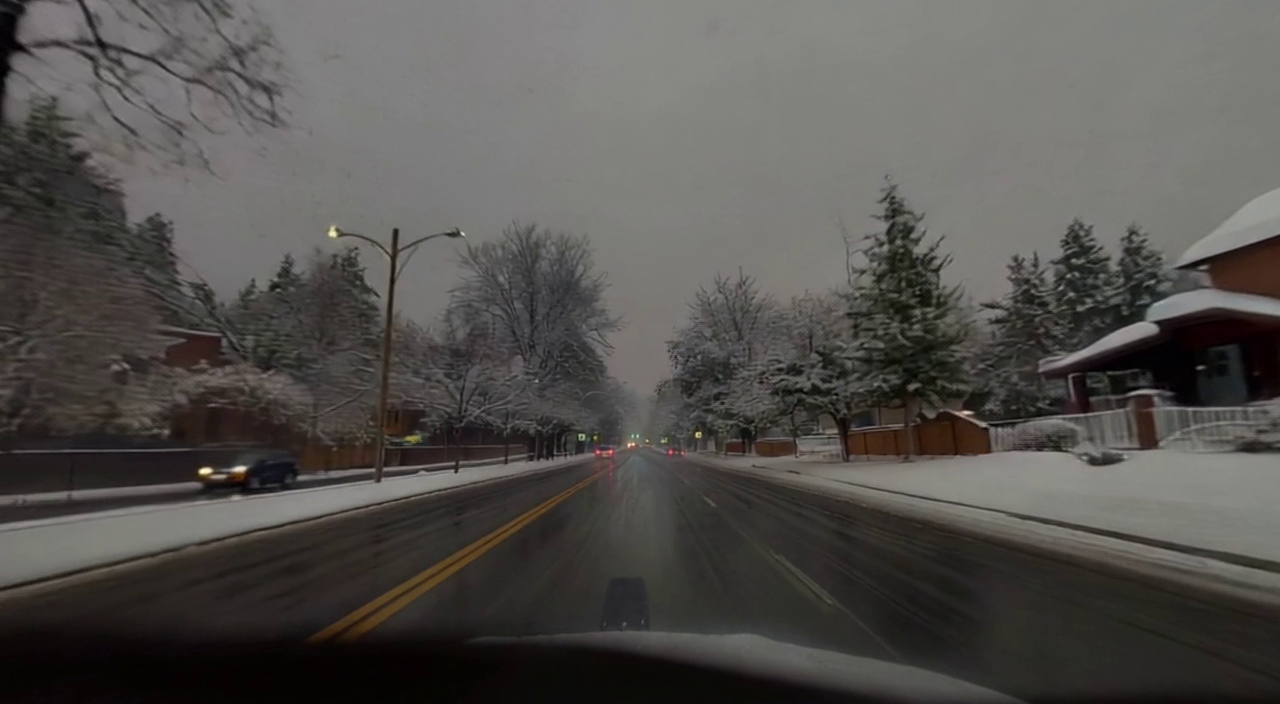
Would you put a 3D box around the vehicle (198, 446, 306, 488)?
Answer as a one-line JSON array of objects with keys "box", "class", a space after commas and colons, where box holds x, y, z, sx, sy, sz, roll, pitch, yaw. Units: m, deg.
[{"box": [-17.938, 5.295, 29.494, 1.978, 1.766, 4.752, 0, -9, 0], "class": "vehicle"}]
